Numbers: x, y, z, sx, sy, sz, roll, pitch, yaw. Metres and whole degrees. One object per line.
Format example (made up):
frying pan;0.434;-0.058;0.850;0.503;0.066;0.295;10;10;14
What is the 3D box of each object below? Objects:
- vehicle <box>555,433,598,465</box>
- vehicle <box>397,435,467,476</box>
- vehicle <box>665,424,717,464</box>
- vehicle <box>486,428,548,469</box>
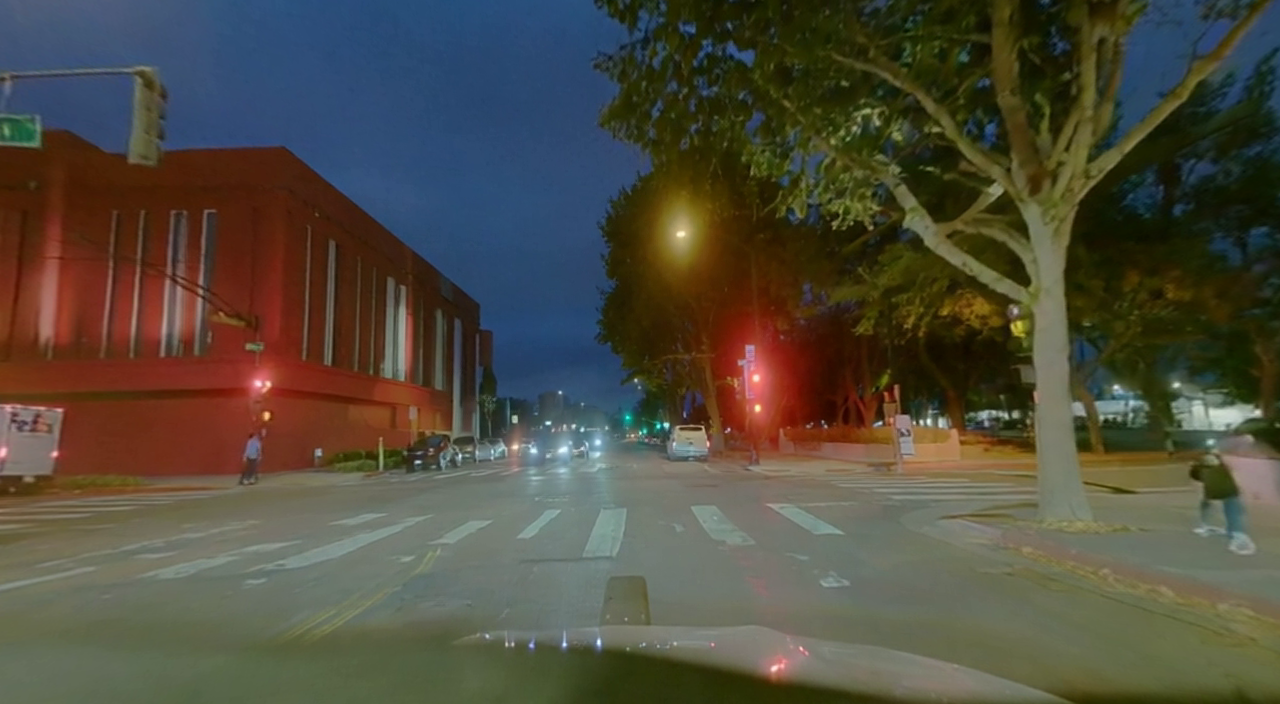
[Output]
vehicle;-3.349;5.205;33.989;2.033;1.596;4.142;0;-8;-2
vehicle;-9.980;4.979;30.671;2.216;1.804;4.526;1;-8;-5
vehicle;2.971;5.532;37.990;2.557;2.188;5.164;0;-8;-2
vehicle;-6.047;4.831;31.584;2.242;1.887;4.924;0;-8;-2
